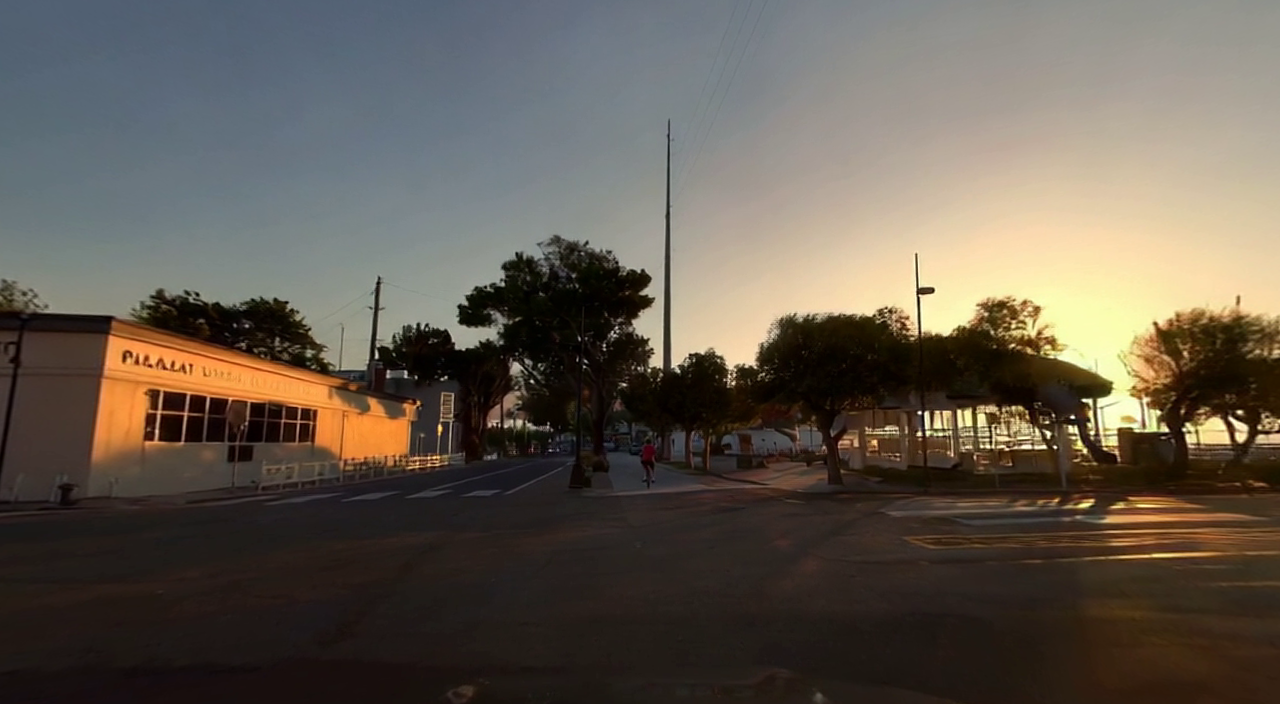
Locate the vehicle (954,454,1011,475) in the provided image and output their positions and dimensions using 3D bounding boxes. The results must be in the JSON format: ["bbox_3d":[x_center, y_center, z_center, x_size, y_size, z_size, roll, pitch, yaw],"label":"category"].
[{"bbox_3d":[26.316,8.626,48.505,3.794,1.403,1.636,2,-8,-19],"label":"vehicle"}]
